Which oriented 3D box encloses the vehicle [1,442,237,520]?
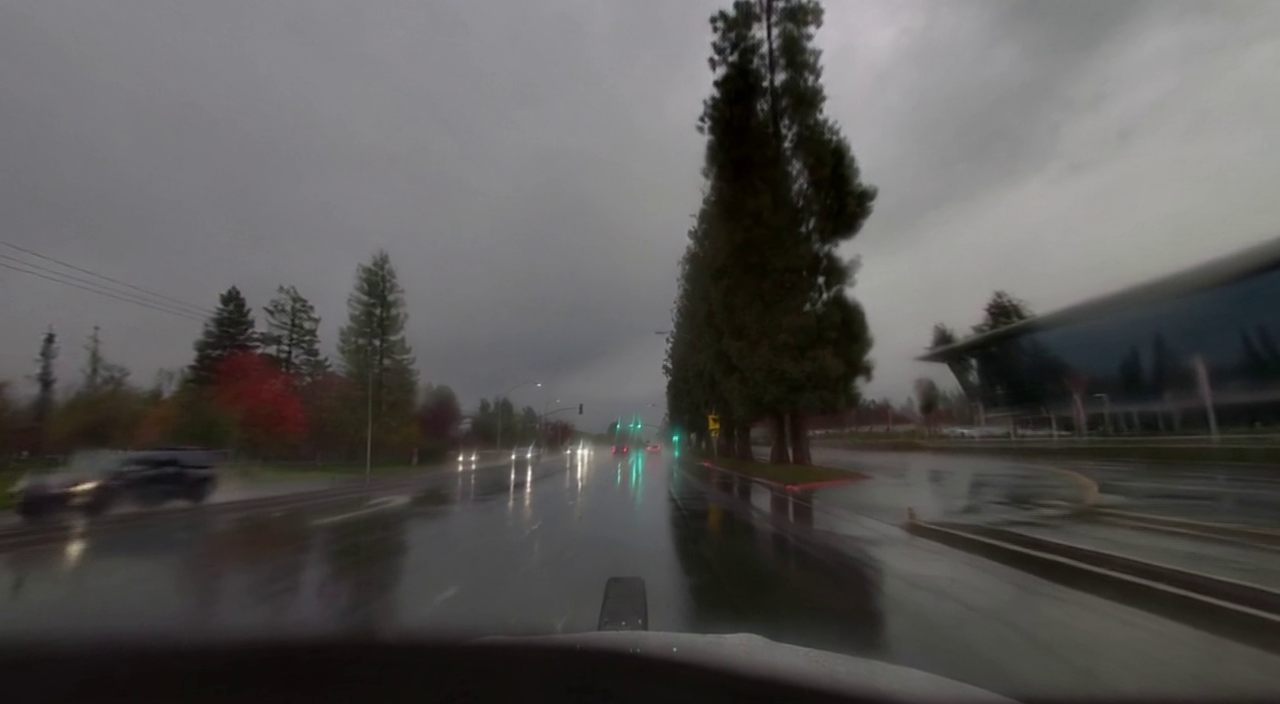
[{"bbox_3d":[-13.486,3.311,16.798,2.145,1.754,4.777,0,-8,1],"label":"vehicle"}]
